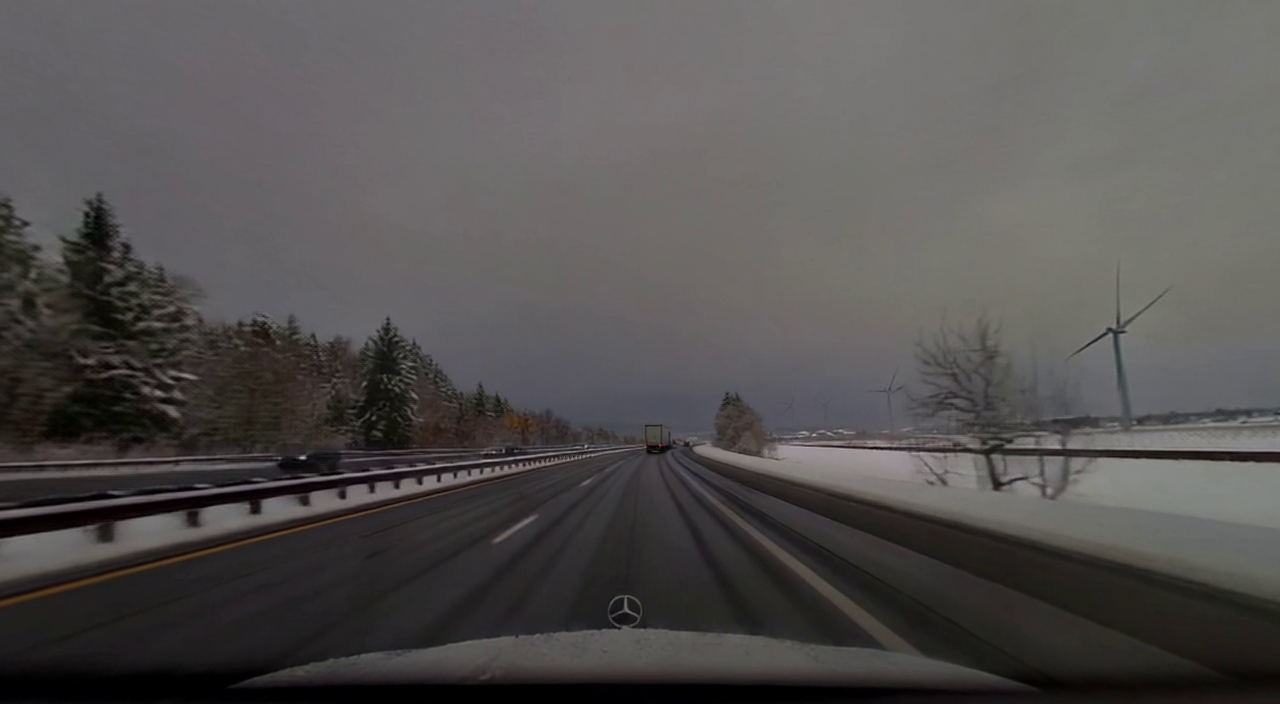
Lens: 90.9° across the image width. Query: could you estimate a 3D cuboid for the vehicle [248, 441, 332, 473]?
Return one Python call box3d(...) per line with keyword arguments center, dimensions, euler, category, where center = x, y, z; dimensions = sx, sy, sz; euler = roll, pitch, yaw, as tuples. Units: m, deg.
box3d(center=(-17.033, 5.119, 30.868), dimensions=(1.790, 1.442, 3.956), euler=(0, -9, 1), category="vehicle")
